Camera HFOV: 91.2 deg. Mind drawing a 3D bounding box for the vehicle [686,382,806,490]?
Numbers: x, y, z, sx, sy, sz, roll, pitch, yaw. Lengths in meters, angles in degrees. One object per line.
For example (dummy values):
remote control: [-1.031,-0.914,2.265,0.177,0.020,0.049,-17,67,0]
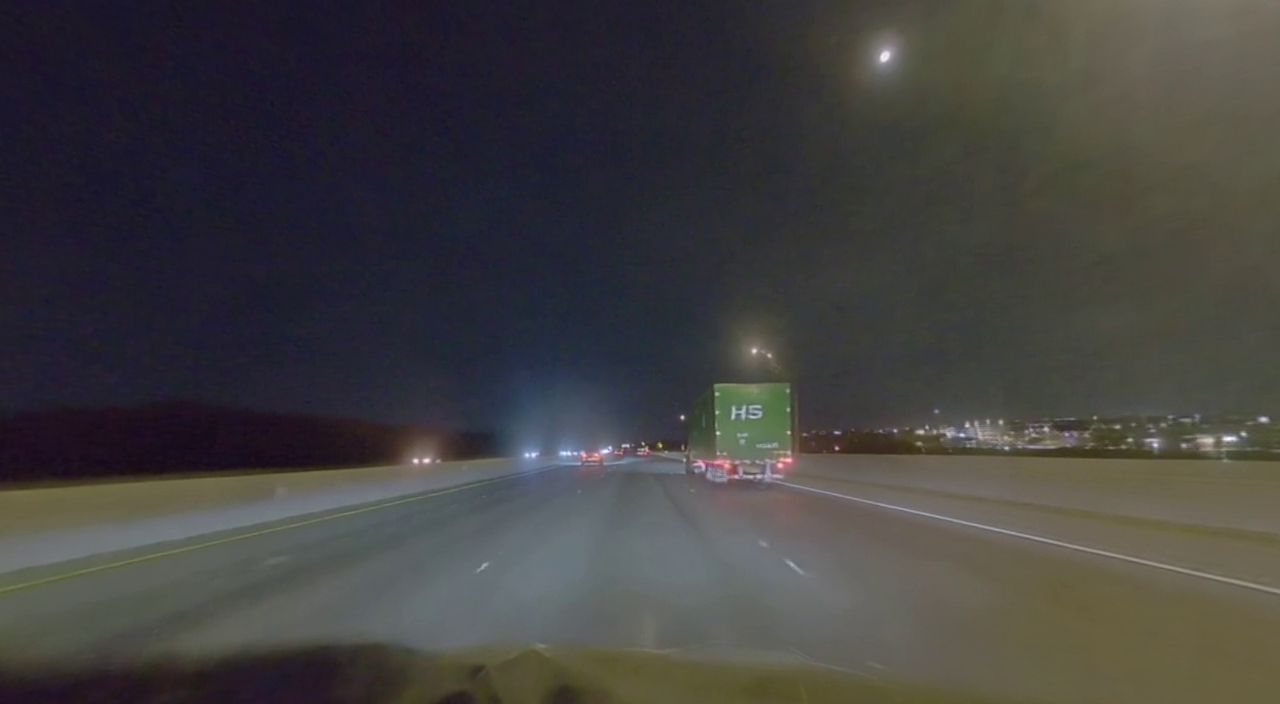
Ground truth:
vehicle: [3.916,3.685,26.587,2.823,3.509,12.118,0,-9,-1]
